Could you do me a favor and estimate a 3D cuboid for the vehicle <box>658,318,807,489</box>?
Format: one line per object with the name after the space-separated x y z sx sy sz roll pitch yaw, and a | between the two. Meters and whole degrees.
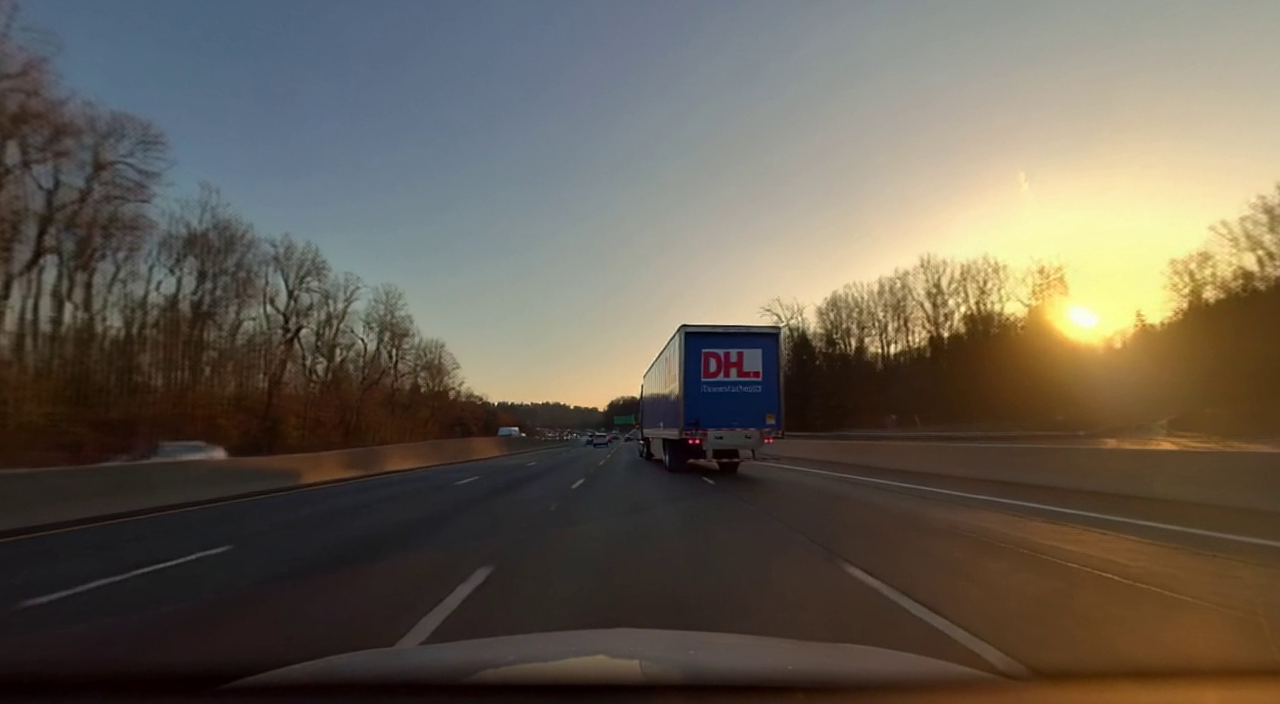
2.395 1.825 20.001 3.011 4.211 8.926 0 -8 -2 | vehicle

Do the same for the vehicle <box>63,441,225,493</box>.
-16.401 3.775 21.162 1.829 1.490 4.552 0 -8 -1 | vehicle
